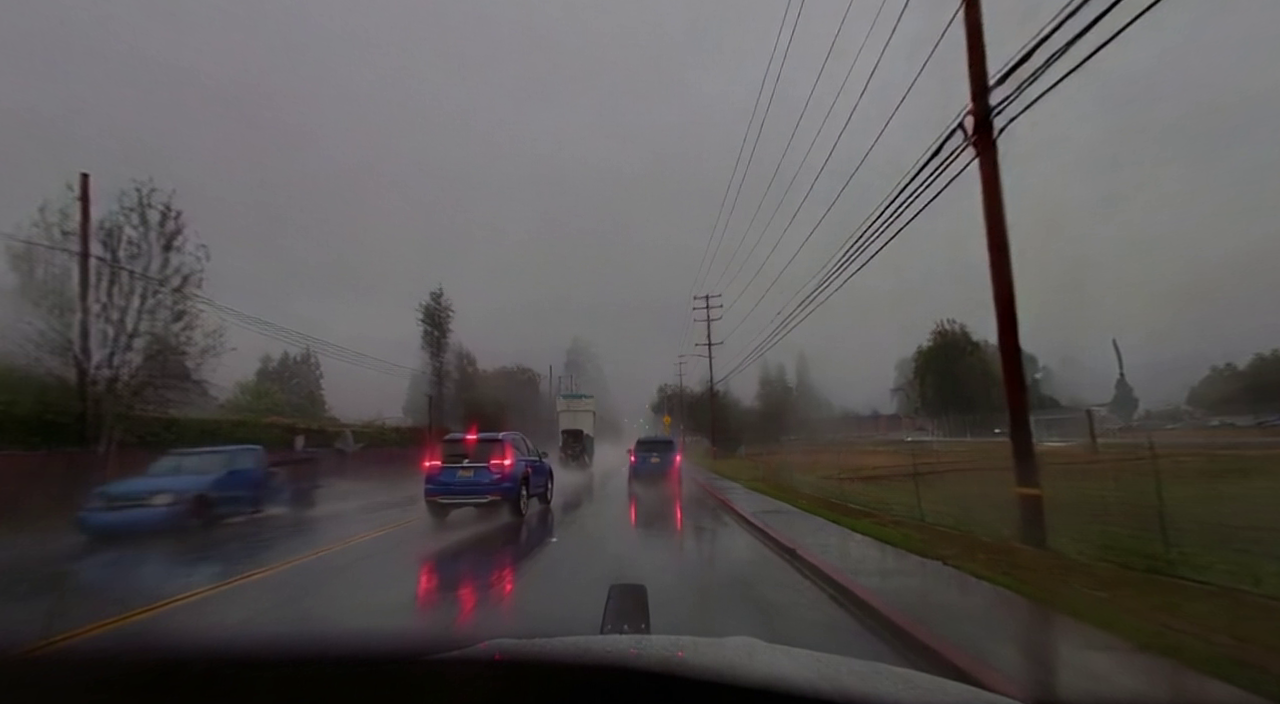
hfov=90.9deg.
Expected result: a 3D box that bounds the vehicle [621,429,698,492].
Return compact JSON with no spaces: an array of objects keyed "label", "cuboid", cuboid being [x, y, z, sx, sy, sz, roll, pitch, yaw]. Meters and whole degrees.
[{"label":"vehicle","cuboid":[0.589,3.359,19.828,2.174,1.749,4.113,0,-9,1]}]

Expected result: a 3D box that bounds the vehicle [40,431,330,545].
[{"label":"vehicle","cuboid":[-8.642,2.591,12.800,2.089,1.825,5.025,0,-9,0]}]

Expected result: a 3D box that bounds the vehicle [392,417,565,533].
[{"label":"vehicle","cuboid":[-2.847,2.307,12.362,2.093,1.832,4.508,0,-9,1]}]

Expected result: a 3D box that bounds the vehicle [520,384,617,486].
[{"label":"vehicle","cuboid":[-2.751,3.794,28.133,2.928,3.658,10.953,0,-9,1]}]
